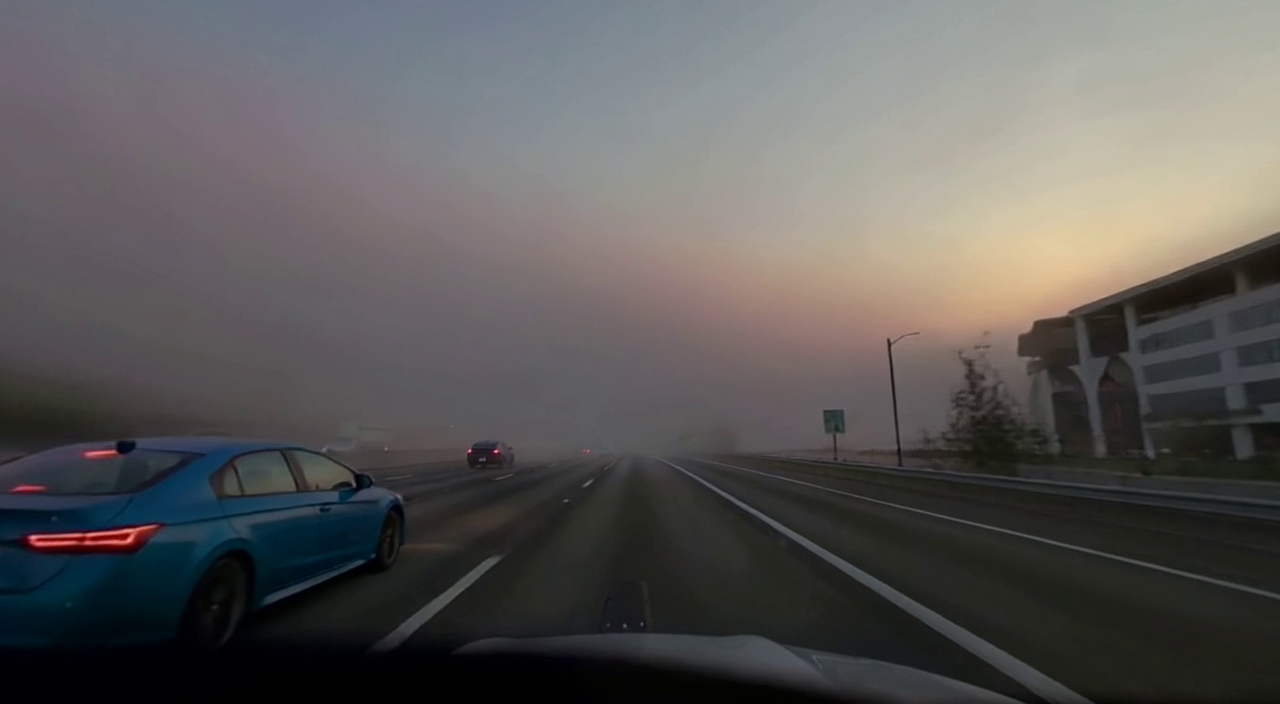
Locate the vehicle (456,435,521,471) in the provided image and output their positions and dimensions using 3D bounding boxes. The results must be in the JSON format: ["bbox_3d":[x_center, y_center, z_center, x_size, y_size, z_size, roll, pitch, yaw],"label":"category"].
[{"bbox_3d":[-7.535,5.058,31.872,2.118,1.675,4.395,0,-8,1],"label":"vehicle"}]

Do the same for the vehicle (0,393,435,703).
[{"bbox_3d":[-3.624,1.324,5.188,2.144,1.565,4.951,0,-8,1],"label":"vehicle"}]
